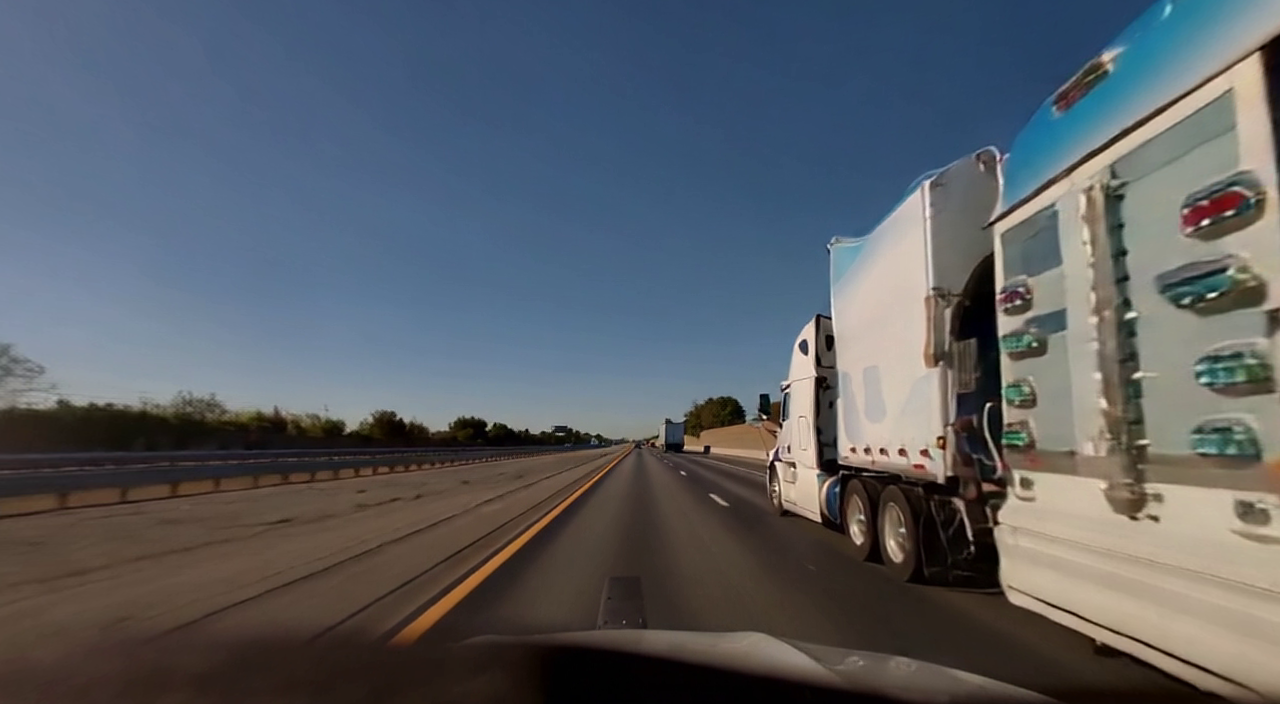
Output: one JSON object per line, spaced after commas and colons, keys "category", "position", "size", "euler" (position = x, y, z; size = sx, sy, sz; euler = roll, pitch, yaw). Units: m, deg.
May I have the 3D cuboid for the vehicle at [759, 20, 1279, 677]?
{"category": "vehicle", "position": [4.093, 0.546, 8.631], "size": [3.080, 4.016, 9.760], "euler": [0, -8, 1]}
